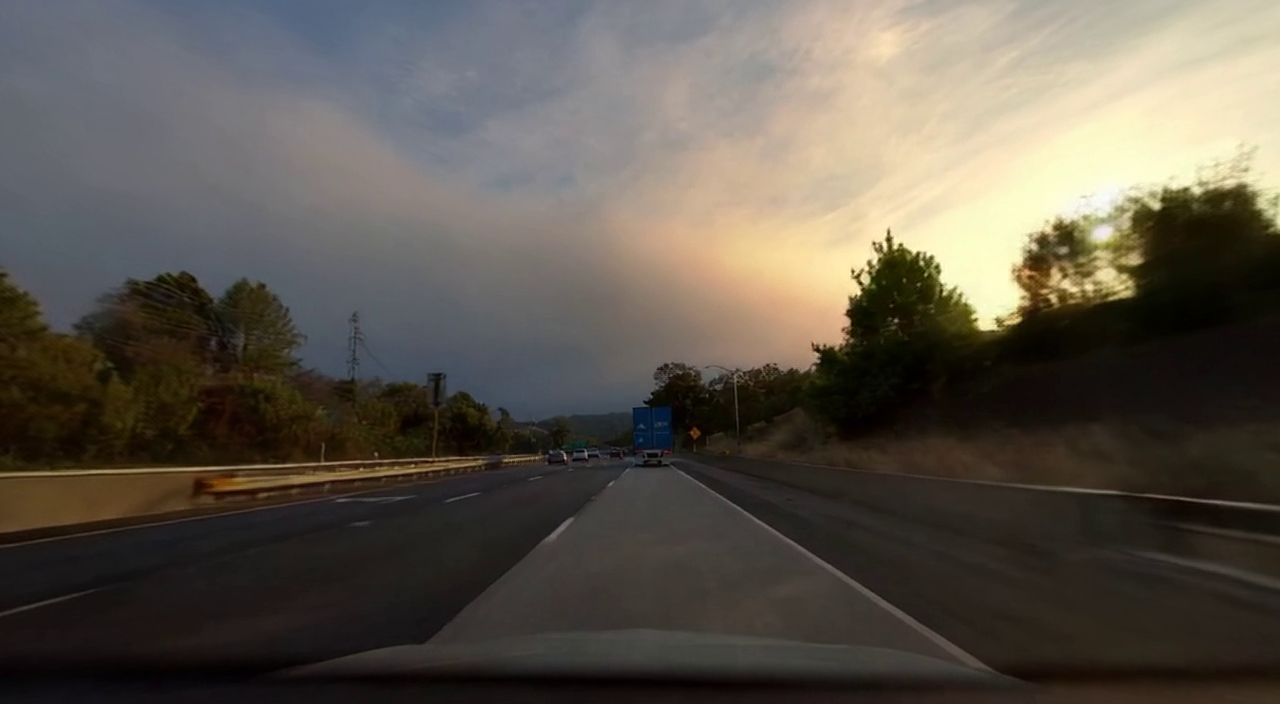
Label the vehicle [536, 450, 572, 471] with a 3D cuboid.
[{"bbox_3d":[-6.544,8.260,48.287,2.017,1.517,4.766,0,-9,1],"label":"vehicle"}]
